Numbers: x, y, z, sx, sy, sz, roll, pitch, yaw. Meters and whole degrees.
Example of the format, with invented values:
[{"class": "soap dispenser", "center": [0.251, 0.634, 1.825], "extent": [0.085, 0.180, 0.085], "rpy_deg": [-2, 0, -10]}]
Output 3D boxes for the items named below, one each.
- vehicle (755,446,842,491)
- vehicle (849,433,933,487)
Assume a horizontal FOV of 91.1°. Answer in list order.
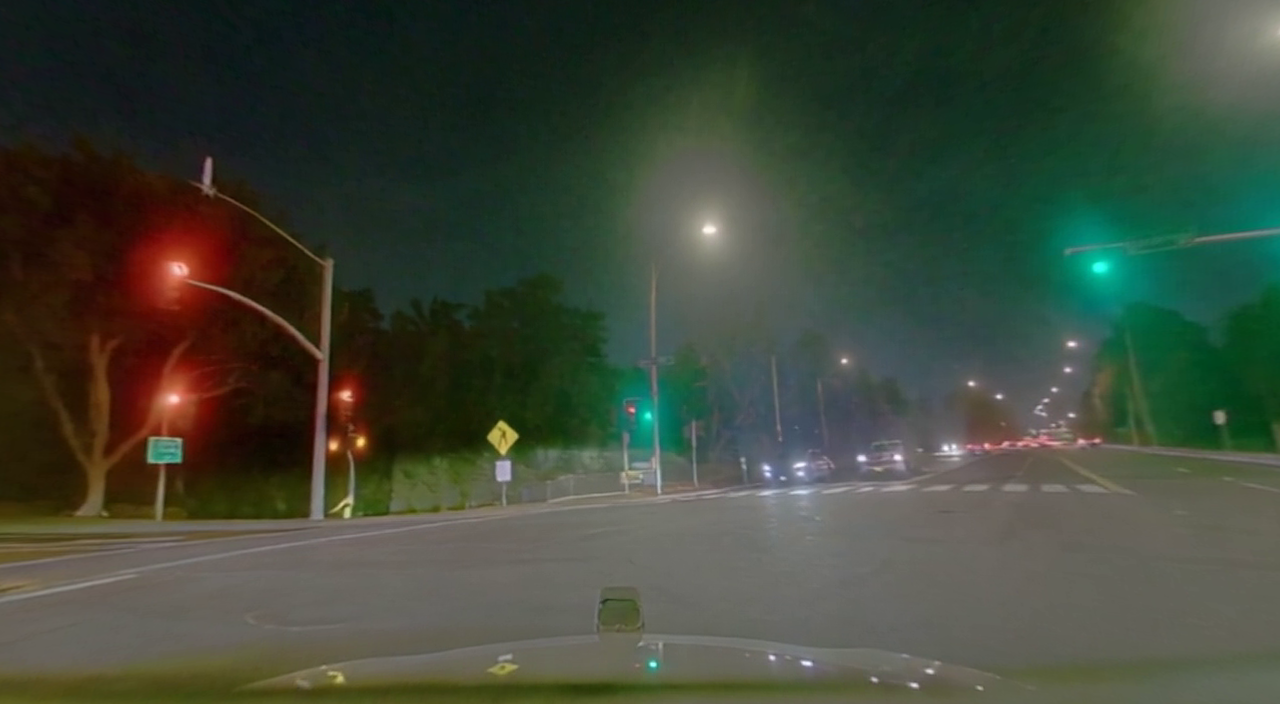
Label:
[{"class": "vehicle", "center": [6.032, 4.288, 23.517], "extent": [2.029, 1.504, 4.293], "rpy_deg": [-5, -10, 29]}, {"class": "vehicle", "center": [9.053, 3.811, 22.429], "extent": [2.090, 1.697, 4.341], "rpy_deg": [-5, -10, 29]}]
